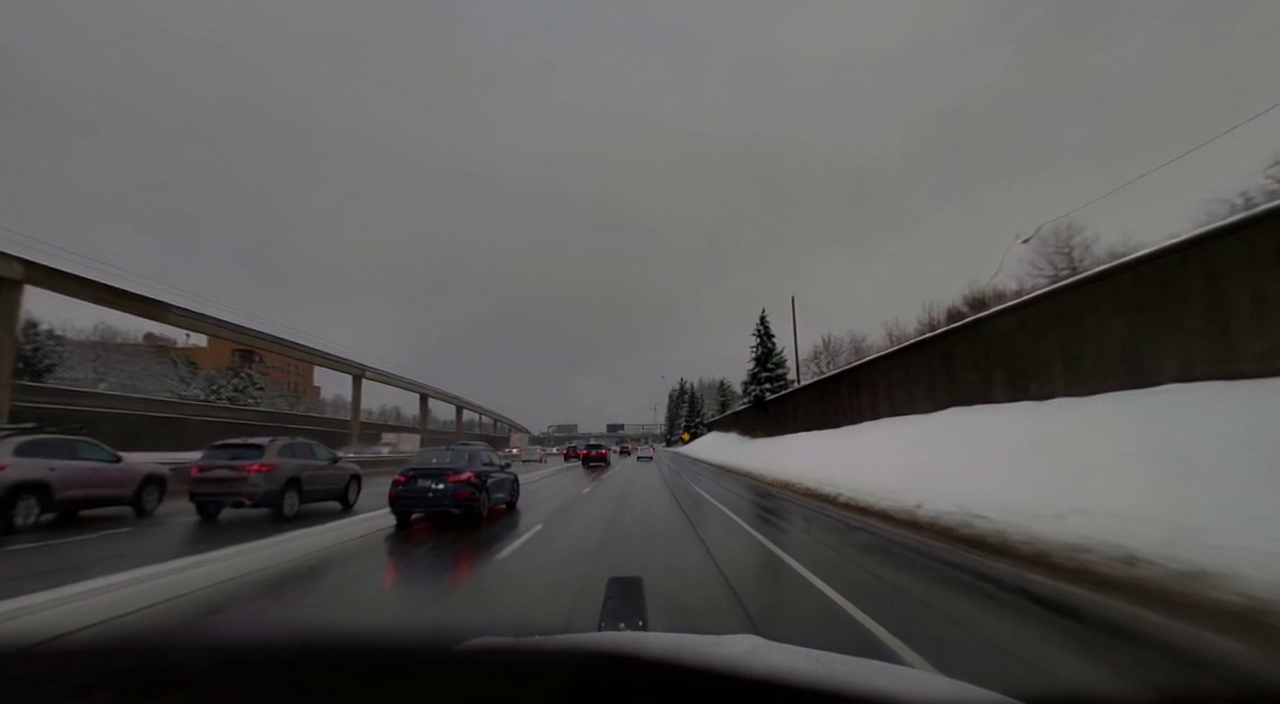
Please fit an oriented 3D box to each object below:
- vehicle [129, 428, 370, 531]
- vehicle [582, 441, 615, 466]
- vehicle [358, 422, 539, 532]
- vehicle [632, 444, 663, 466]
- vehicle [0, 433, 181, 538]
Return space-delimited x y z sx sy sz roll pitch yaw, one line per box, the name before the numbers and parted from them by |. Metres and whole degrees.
vehicle | -7.232 2.377 12.340 1.959 1.652 4.170 0 -8 1
vehicle | -3.112 7.748 48.240 2.093 1.831 4.712 0 -8 1
vehicle | -3.430 2.331 12.361 2.052 1.731 4.372 0 -8 2
vehicle | 0.495 7.362 45.295 2.074 1.465 3.977 0 -8 -1
vehicle | -11.029 2.317 11.376 1.951 1.628 4.617 0 -8 1
